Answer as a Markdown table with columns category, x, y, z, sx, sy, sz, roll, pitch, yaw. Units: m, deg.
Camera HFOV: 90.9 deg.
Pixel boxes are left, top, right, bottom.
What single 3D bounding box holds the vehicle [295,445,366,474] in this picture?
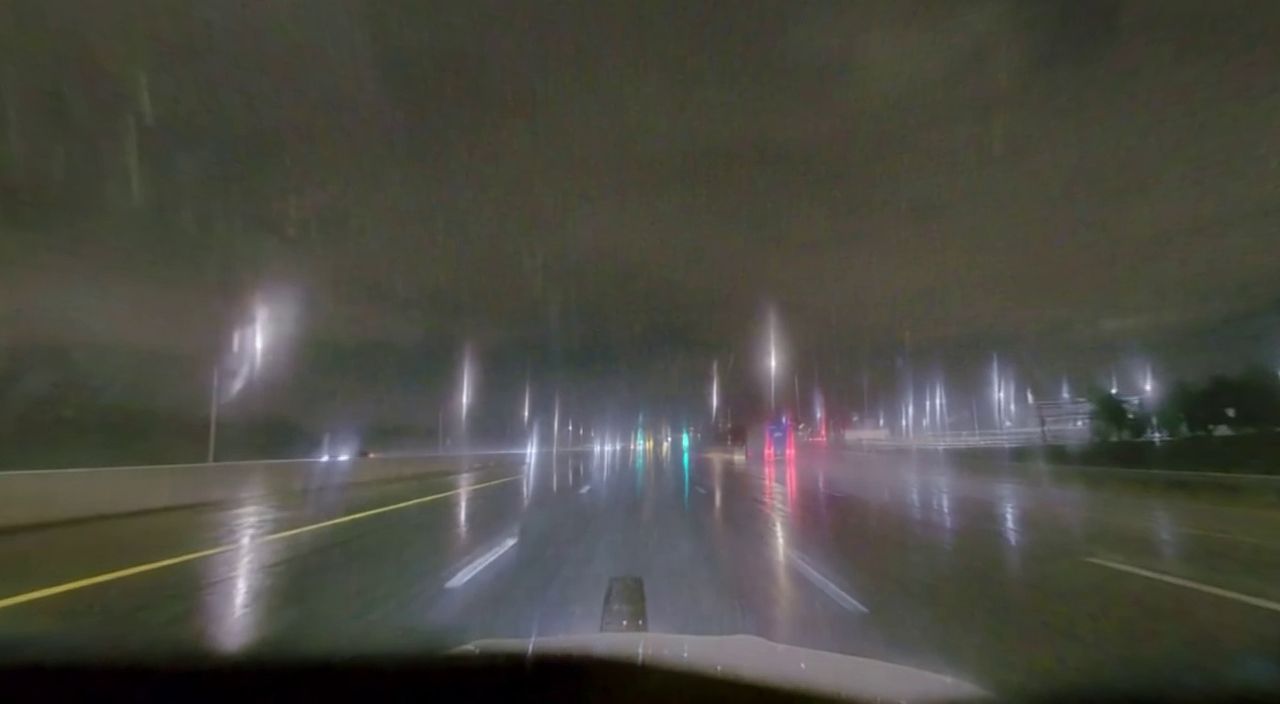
| category | x | y | z | sx | sy | sz | roll | pitch | yaw |
| --- | --- | --- | --- | --- | --- | --- | --- | --- | --- |
| vehicle | -21.595 | 7.492 | 44.371 | 2.101 | 1.828 | 5.641 | 0 | -8 | 0 |
